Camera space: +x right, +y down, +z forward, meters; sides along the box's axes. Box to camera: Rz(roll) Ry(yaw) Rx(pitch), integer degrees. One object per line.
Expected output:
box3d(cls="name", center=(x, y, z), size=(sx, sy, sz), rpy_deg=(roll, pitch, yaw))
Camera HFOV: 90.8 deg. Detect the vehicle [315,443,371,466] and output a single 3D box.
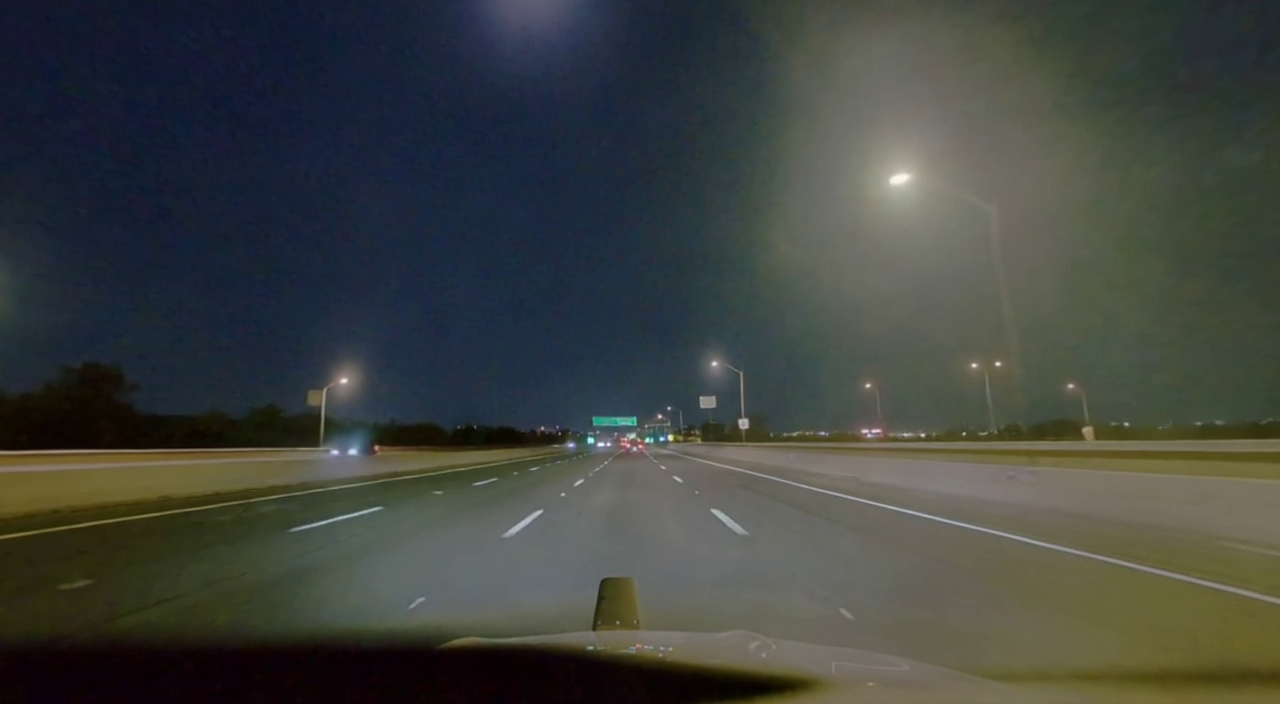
box3d(cls="vehicle", center=(-21.602, 7.447, 46.199), size=(1.964, 1.571, 4.370), rpy_deg=(0, -8, 0))
